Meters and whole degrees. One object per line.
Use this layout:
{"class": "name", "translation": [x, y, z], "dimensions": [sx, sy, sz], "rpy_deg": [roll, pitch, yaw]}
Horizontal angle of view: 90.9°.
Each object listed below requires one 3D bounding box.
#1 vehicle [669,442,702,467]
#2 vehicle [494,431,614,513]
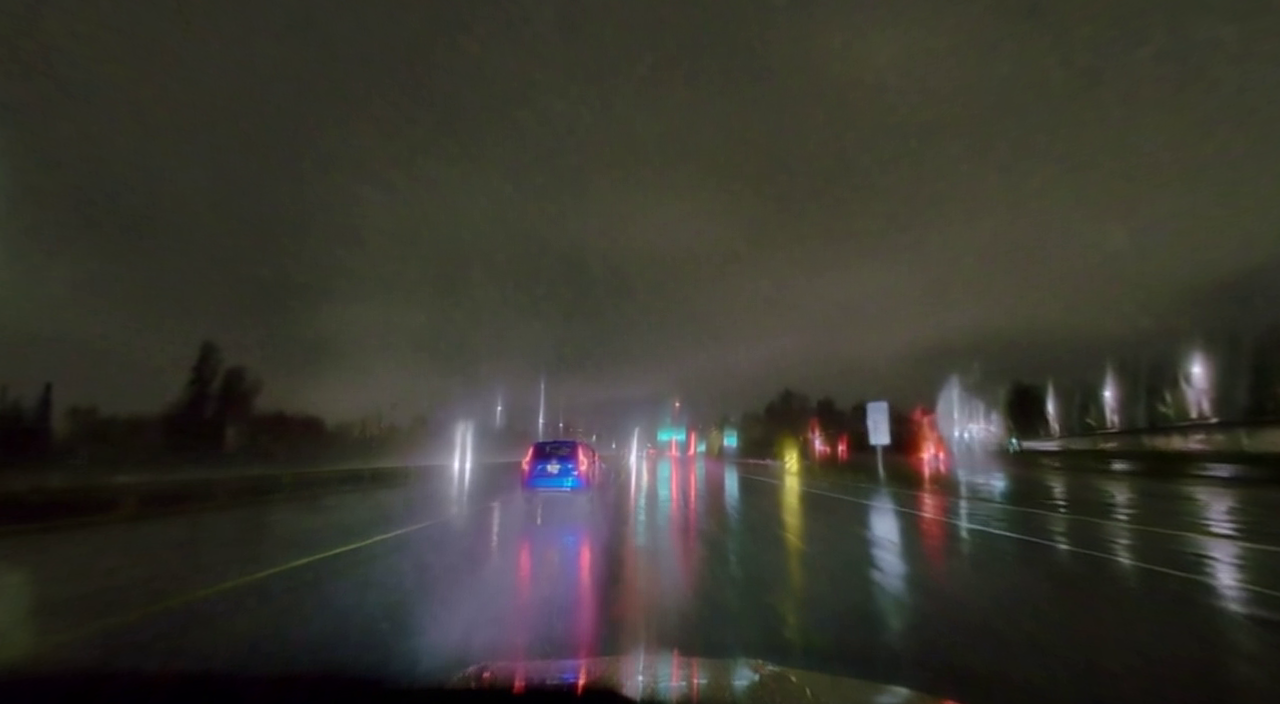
{"class": "vehicle", "translation": [3.186, 7.263, 44.805], "dimensions": [2.073, 1.621, 3.993], "rpy_deg": [-1, -9, 1]}
{"class": "vehicle", "translation": [-1.901, 2.851, 15.484], "dimensions": [2.143, 1.693, 4.513], "rpy_deg": [-1, -9, 2]}
